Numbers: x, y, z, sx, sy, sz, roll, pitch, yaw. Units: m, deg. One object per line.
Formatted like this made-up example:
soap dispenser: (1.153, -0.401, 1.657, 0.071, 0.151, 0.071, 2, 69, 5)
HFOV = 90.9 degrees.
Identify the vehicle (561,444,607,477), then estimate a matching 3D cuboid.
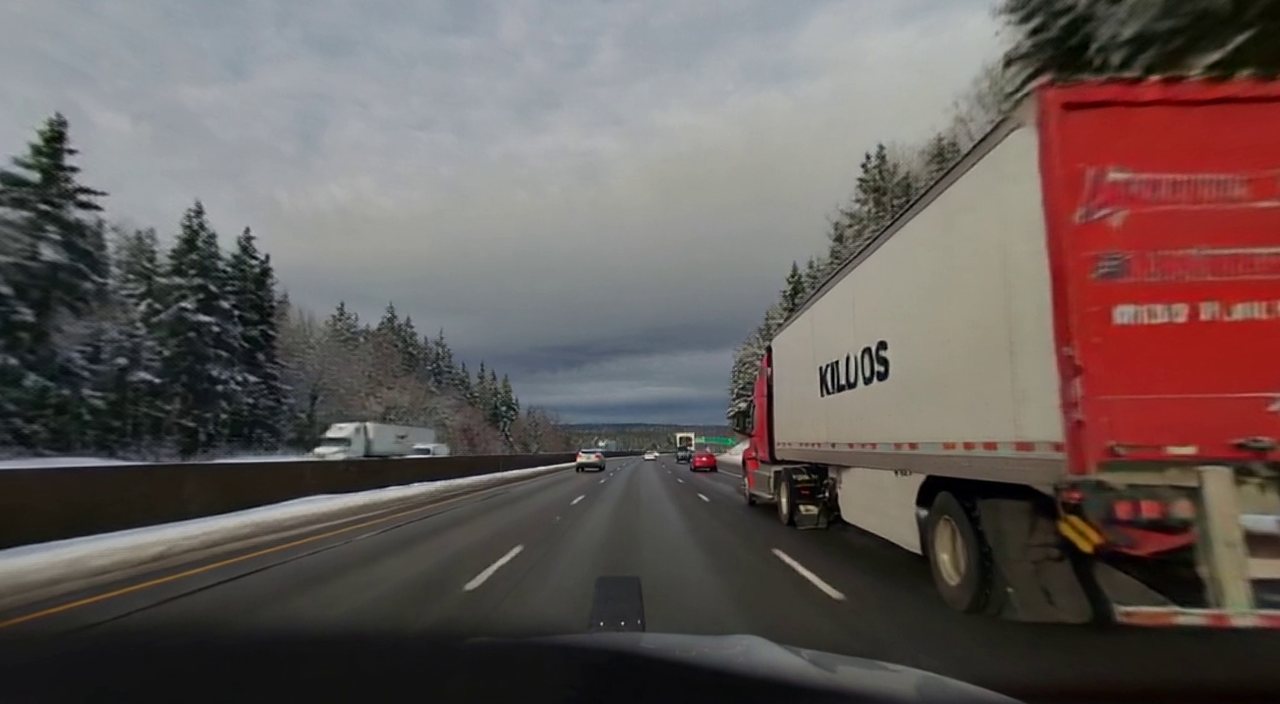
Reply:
vehicle: (-2.981, 5.900, 34.390, 2.017, 1.683, 4.309, 0, -9, 1)

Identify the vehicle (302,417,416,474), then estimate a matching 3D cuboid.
vehicle: (-19.865, 6.846, 45.711, 2.915, 3.605, 11.295, 0, -9, 1)

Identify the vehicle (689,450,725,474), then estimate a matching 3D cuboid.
vehicle: (4.796, 7.904, 45.349, 2.176, 1.598, 3.878, 0, -9, 0)

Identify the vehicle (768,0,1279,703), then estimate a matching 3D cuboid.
vehicle: (4.358, 0.748, 8.738, 2.914, 3.998, 11.103, 0, -9, 1)
